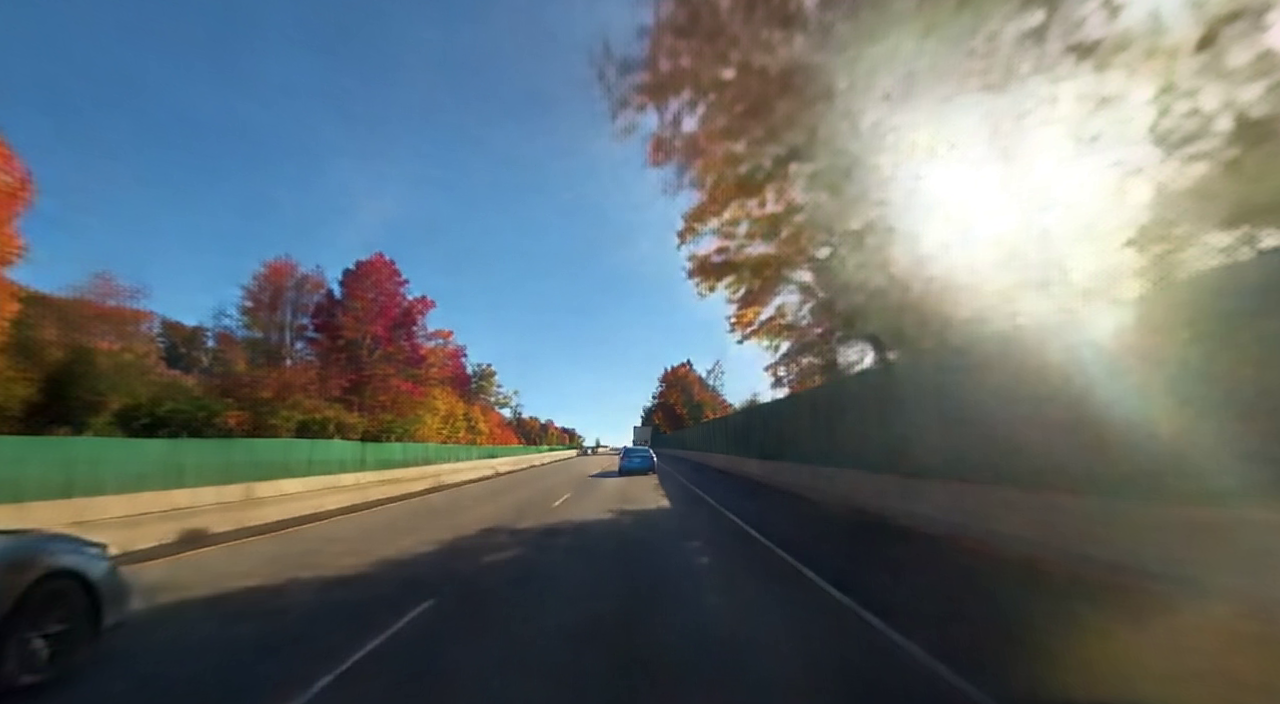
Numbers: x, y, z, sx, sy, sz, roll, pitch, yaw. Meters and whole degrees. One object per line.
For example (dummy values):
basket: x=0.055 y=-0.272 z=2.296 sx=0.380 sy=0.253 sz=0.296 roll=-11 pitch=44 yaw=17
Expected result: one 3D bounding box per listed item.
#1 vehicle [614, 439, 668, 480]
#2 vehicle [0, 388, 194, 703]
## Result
vehicle: x=0.002 y=4.416 z=26.181 sx=2.057 sy=1.516 sz=4.065 roll=0 pitch=-8 yaw=-1
vehicle: x=-3.906 y=0.803 z=1.924 sx=2.054 sy=1.536 sz=4.128 roll=0 pitch=-8 yaw=-1
